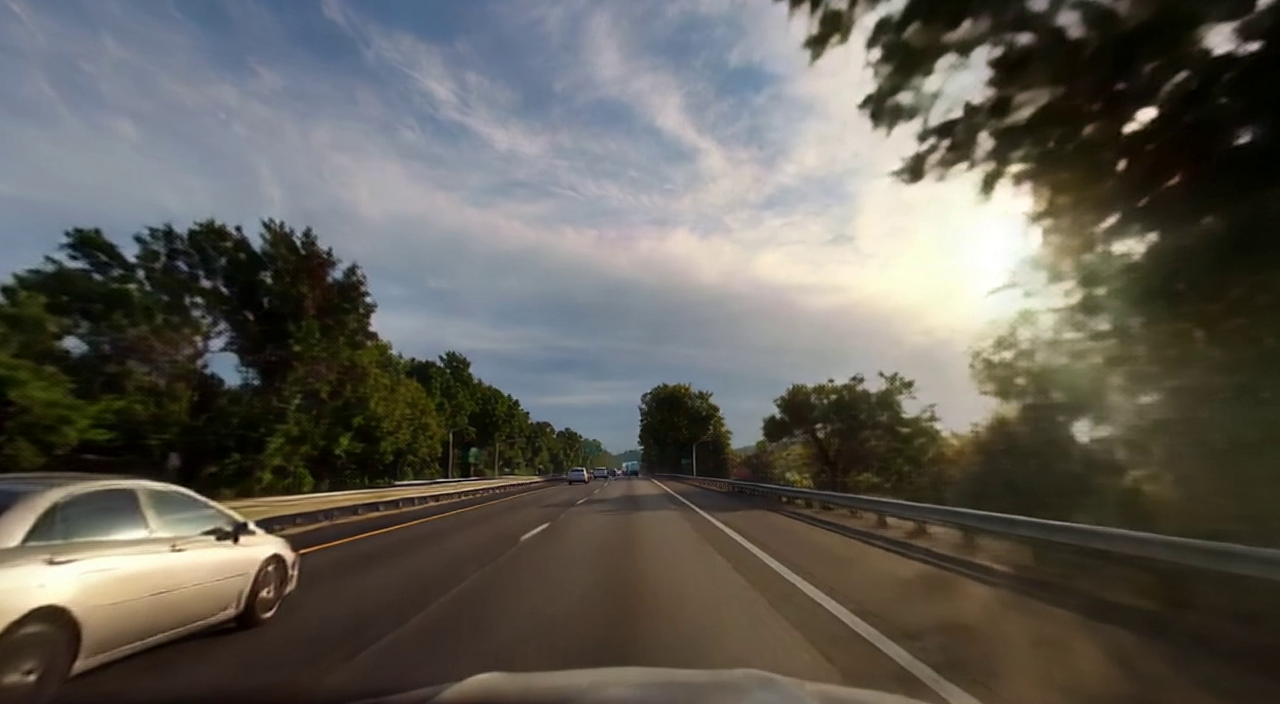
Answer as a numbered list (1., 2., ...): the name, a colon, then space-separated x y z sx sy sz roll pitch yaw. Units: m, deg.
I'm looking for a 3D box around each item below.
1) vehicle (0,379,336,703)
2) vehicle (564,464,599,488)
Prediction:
1. vehicle: -3.869 1.063 3.335 2.123 1.666 4.709 1 -10 0
2. vehicle: -4.100 8.790 44.884 2.068 1.592 4.479 1 -10 0
